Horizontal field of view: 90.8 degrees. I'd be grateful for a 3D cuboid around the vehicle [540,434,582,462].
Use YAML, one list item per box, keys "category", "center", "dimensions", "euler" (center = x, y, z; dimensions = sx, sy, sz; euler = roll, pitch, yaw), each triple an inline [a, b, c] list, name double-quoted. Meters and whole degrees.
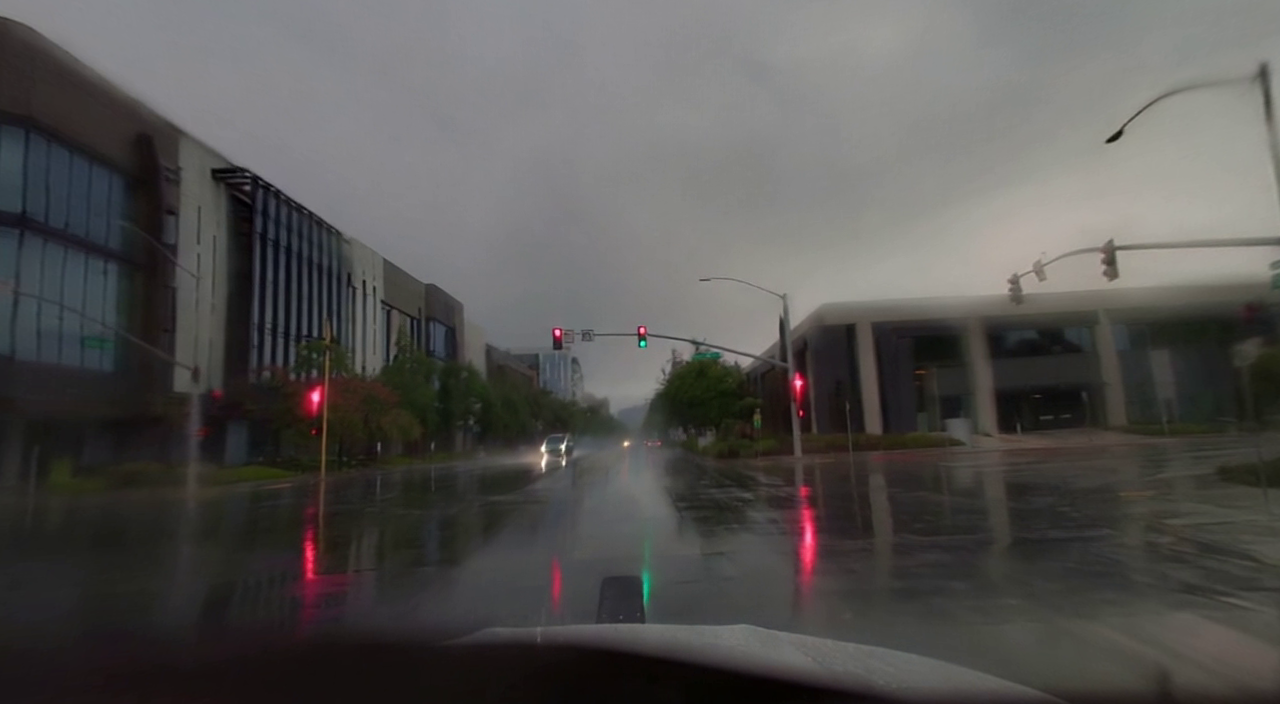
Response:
- category: "vehicle"
  center: [-4.903, 6.014, 39.609]
  dimensions: [1.988, 1.666, 4.074]
  euler: [0, -8, 1]
